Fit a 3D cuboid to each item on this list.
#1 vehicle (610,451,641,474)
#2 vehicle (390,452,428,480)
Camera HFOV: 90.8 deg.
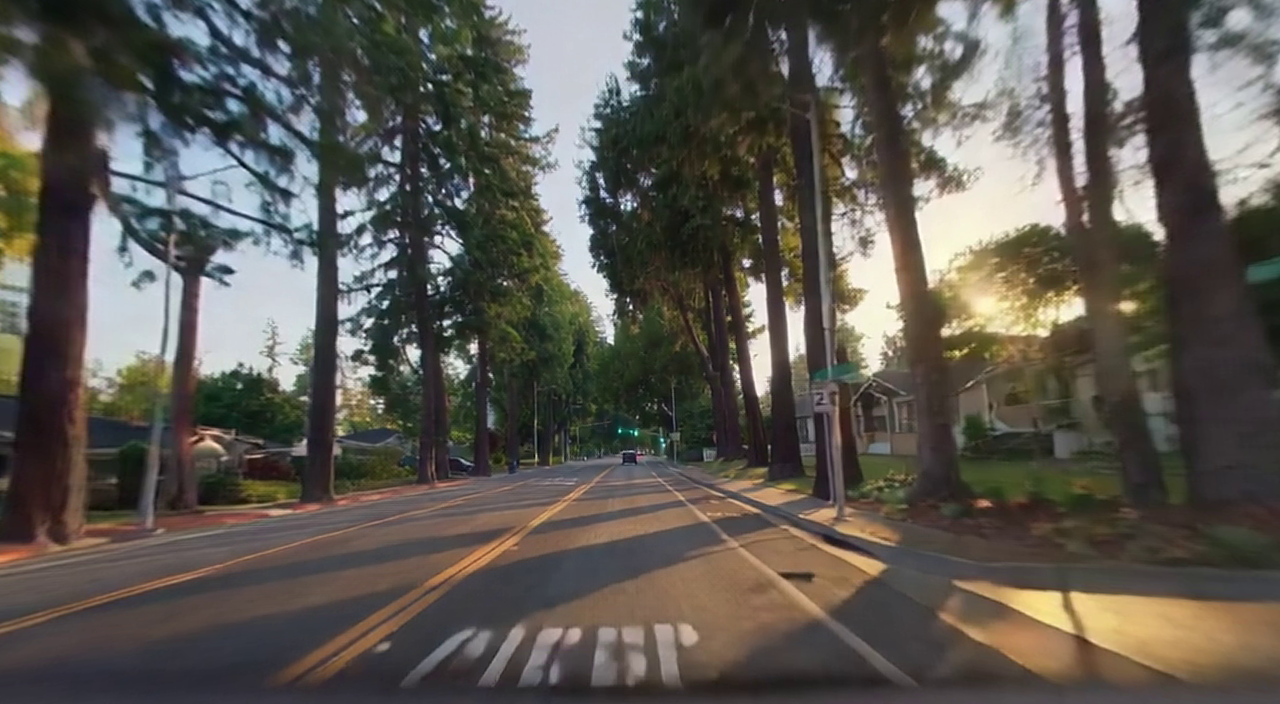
[{"bbox_3d":[-1.086,7.791,44.827,2.104,1.500,3.815,1,-9,-2],"label":"vehicle"},{"bbox_3d":[-17.202,8.434,46.901,2.378,1.922,5.801,4,-10,-21],"label":"vehicle"}]
